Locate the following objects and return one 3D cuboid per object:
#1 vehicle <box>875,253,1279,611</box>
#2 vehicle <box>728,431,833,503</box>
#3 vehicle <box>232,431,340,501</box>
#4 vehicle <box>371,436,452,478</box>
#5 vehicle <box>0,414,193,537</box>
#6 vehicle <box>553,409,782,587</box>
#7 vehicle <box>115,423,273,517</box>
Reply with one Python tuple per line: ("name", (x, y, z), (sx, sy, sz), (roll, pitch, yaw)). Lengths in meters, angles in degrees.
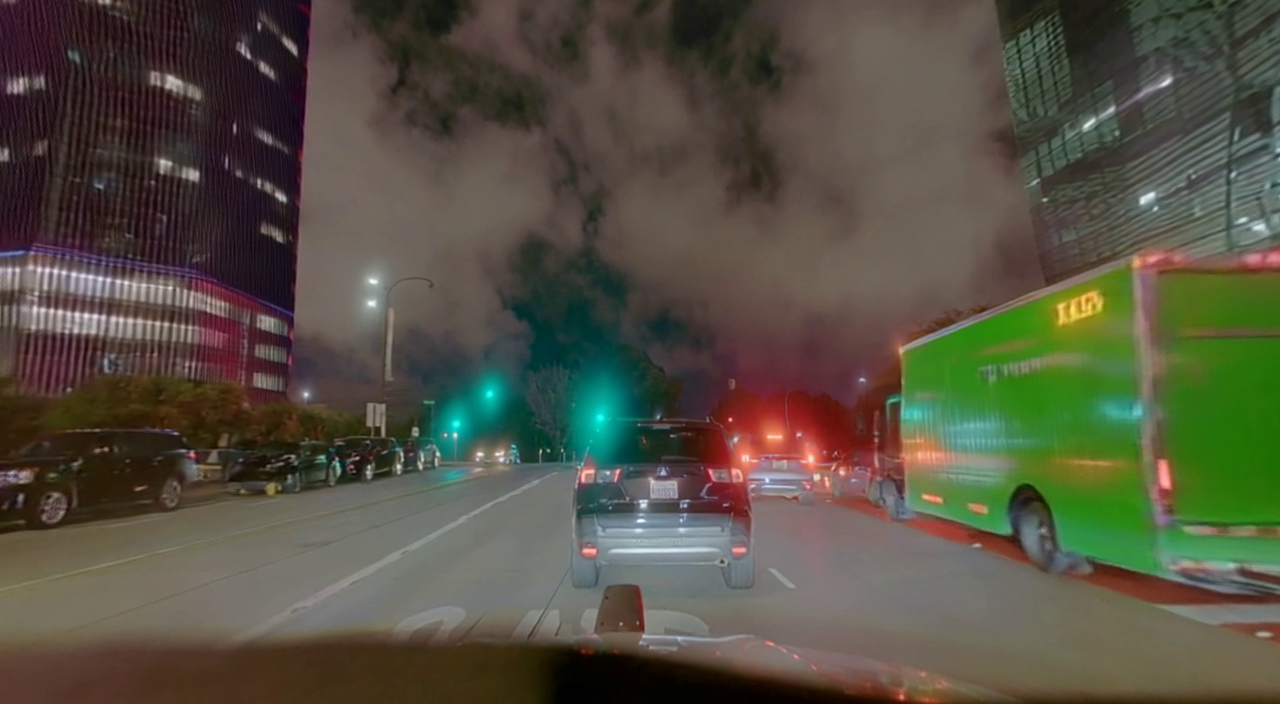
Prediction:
("vehicle", (6.310, 1.194, 9.281), (3.113, 3.116, 7.650), (-1, -8, 3))
("vehicle", (3.850, 3.236, 18.255), (2.143, 1.793, 4.763), (0, -8, 3))
("vehicle", (-10.967, 3.510, 19.850), (1.559, 1.973, 3.419), (1, -8, -4))
("vehicle", (-11.659, 5.405, 32.754), (2.338, 1.963, 5.740), (0, -8, -3))
("vehicle", (-10.332, 2.220, 11.825), (1.543, 1.946, 3.454), (1, -9, -5))
("vehicle", (0.324, 1.713, 8.232), (2.192, 1.695, 4.142), (0, -8, 2))
("vehicle", (-10.667, 2.816, 15.434), (1.482, 2.019, 3.297), (0, -8, -3))
